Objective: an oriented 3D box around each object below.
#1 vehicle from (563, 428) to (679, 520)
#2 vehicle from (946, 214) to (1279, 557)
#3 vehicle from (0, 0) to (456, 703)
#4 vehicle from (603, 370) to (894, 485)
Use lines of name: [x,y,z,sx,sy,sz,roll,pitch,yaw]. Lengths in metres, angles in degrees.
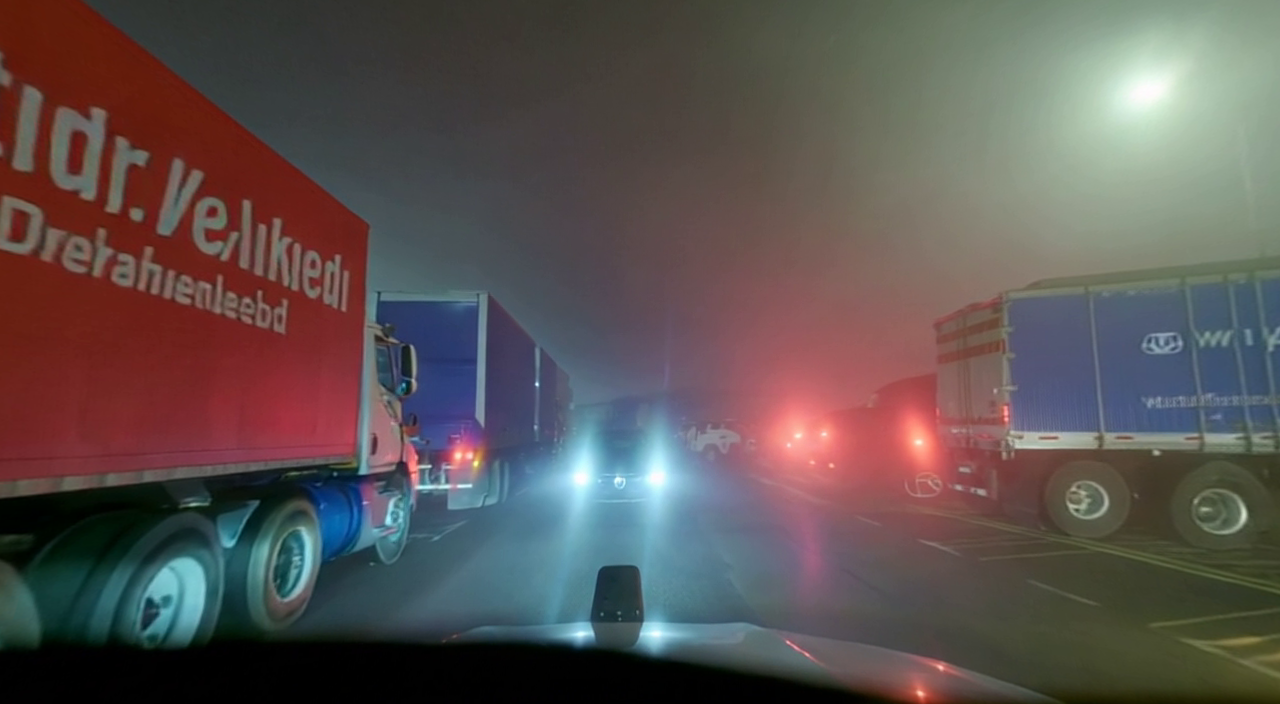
vehicle: [-0.369,2.566,13.628,2.140,1.682,3.971,0,-9,0]
vehicle: [11.148,0.181,6.686,13.564,4.152,3.110,-9,-12,42]
vehicle: [-3.986,0.362,4.048,2.986,3.391,9.523,0,-9,-2]
vehicle: [3.924,3.565,28.968,2.877,4.124,14.516,3,-8,-41]
